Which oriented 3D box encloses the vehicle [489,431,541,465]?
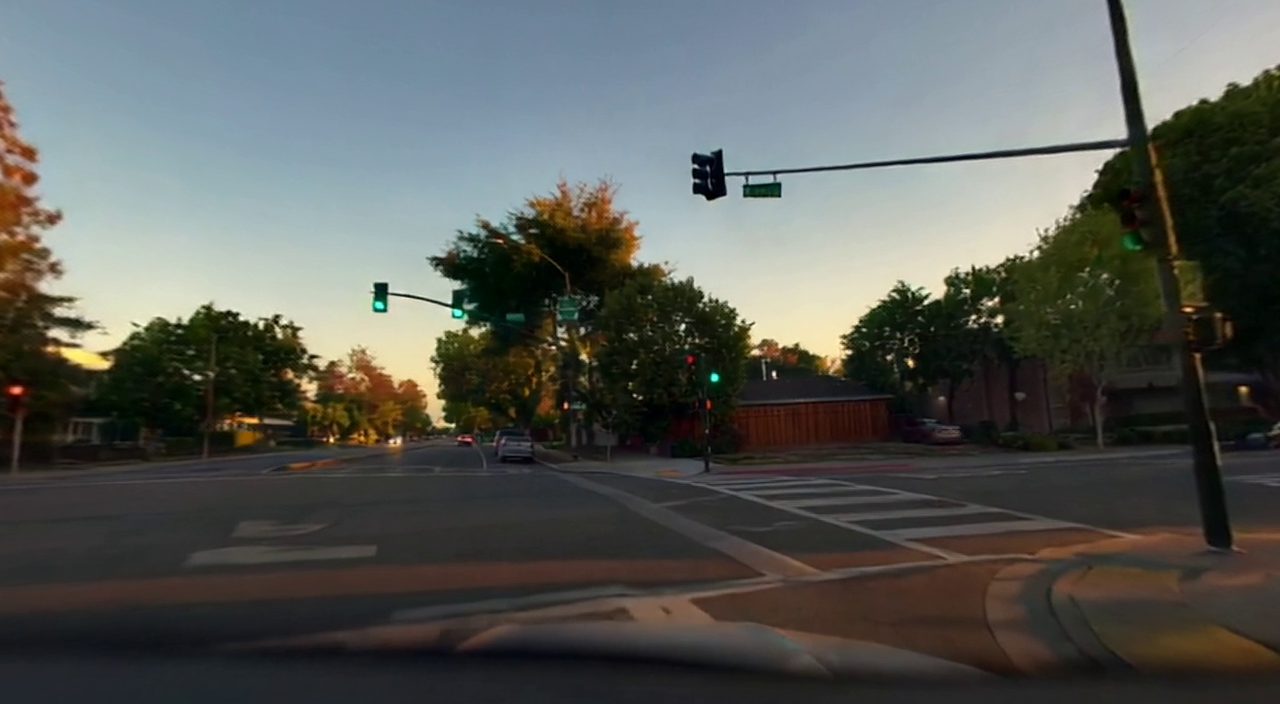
[{"bbox_3d":[-6.267,4.740,31.213,2.149,1.507,4.160,2,-9,-16],"label":"vehicle"}]

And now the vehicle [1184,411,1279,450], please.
[{"bbox_3d":[25.401,3.309,26.072,4.671,1.470,1.963,3,-10,-16],"label":"vehicle"}]

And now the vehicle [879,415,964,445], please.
[{"bbox_3d":[16.405,4.639,36.997,2.028,1.595,4.554,2,-9,-15],"label":"vehicle"}]
